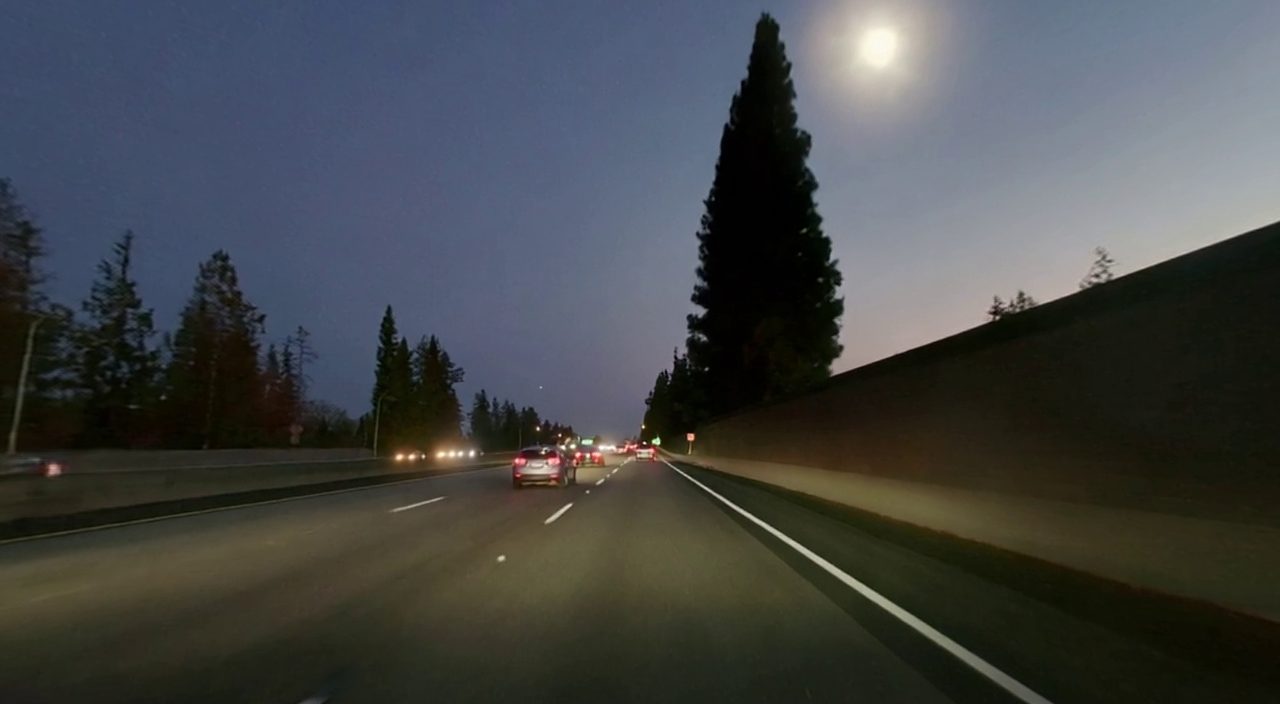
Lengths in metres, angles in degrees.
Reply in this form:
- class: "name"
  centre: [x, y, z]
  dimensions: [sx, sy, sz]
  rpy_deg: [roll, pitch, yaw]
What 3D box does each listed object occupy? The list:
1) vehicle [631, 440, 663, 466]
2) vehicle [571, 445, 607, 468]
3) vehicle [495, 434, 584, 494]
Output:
- class: "vehicle"
  centre: [0.513, 7.470, 46.674]
  dimensions: [2.285, 1.797, 4.478]
  rpy_deg: [0, -9, 0]
- class: "vehicle"
  centre: [-3.394, 7.100, 42.799]
  dimensions: [2.055, 1.431, 3.921]
  rpy_deg: [0, -9, 1]
- class: "vehicle"
  centre: [-3.050, 3.495, 19.978]
  dimensions: [2.056, 1.679, 4.204]
  rpy_deg: [0, -9, 1]
